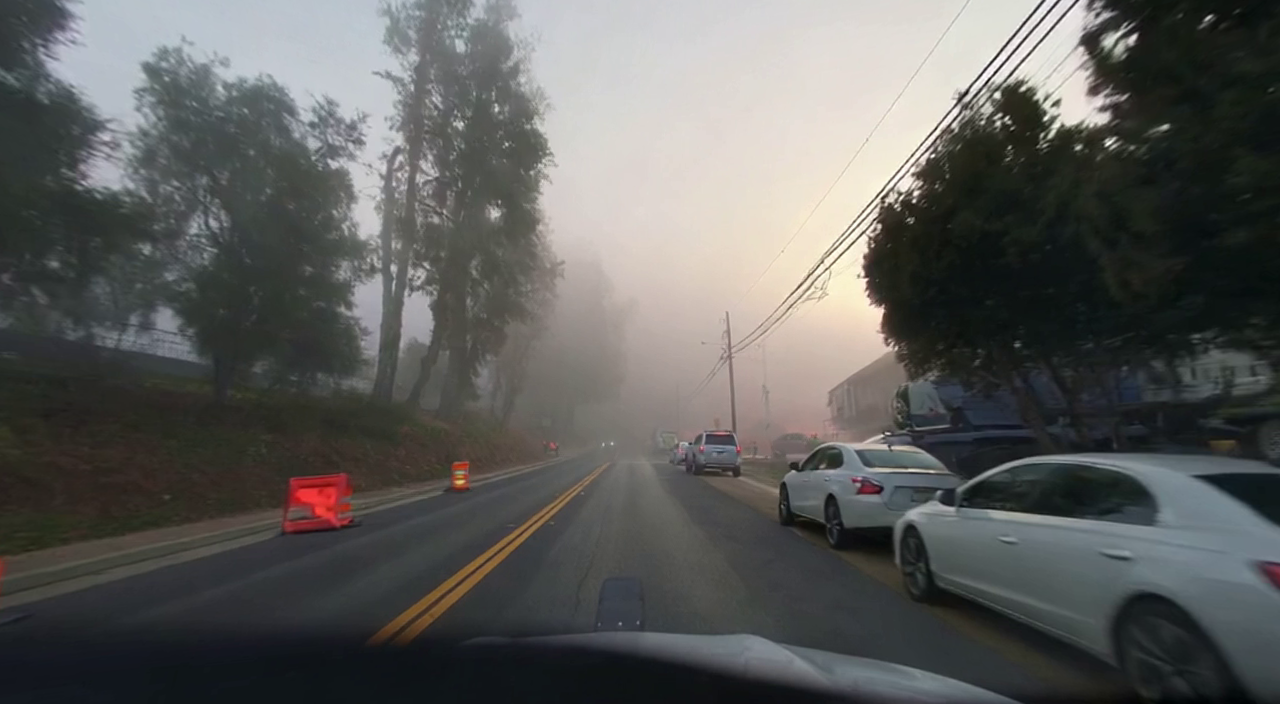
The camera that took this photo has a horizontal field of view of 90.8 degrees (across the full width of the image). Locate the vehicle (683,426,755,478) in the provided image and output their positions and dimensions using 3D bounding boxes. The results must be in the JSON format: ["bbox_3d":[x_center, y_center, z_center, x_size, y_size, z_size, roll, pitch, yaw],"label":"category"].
[{"bbox_3d":[3.145,4.153,26.329,2.293,1.957,4.934,0,-9,0],"label":"vehicle"}]

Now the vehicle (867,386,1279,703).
[{"bbox_3d":[3.282,1.122,3.811,2.019,1.517,4.434,0,-9,-2],"label":"vehicle"}]
